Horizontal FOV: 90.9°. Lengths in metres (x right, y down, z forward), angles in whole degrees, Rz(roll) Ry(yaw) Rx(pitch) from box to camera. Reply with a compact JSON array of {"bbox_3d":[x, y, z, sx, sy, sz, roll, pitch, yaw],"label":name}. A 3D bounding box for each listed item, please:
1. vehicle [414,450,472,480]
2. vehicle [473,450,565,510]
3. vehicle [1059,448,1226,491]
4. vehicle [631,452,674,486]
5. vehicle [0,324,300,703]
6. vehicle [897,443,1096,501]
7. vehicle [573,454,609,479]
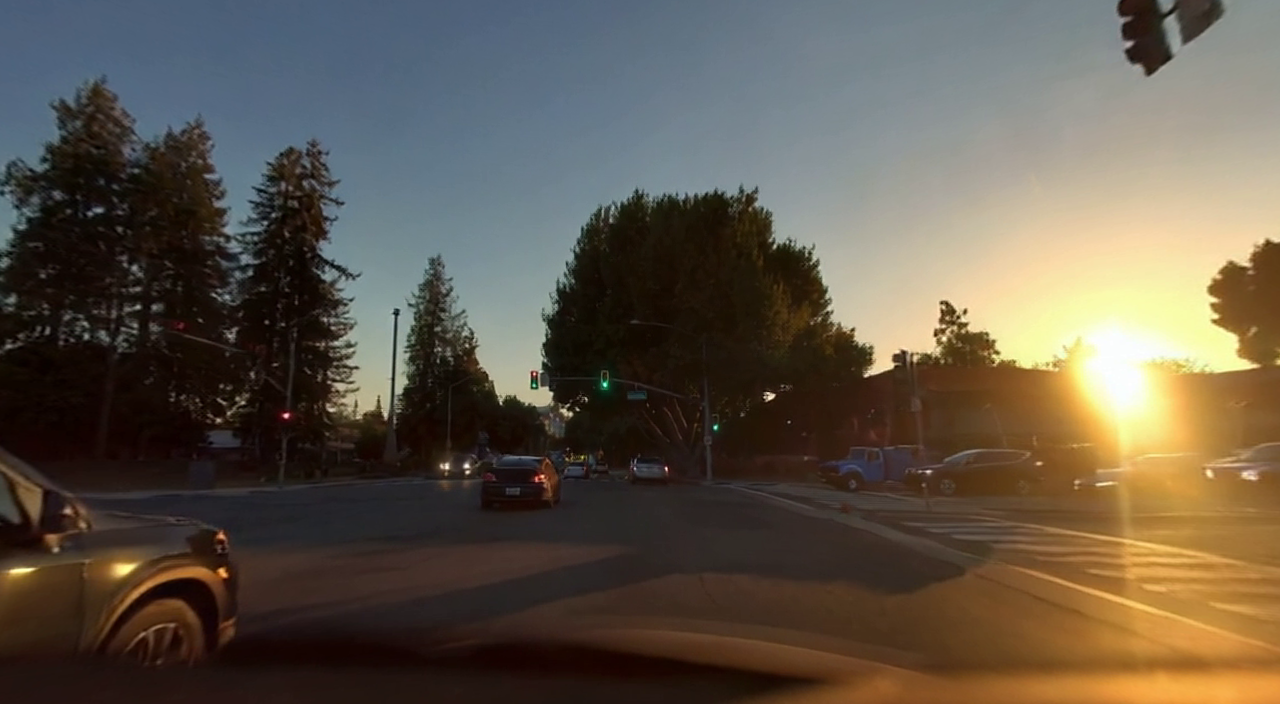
[{"bbox_3d":[-13.476,7.713,43.491,2.039,1.904,5.701,0,-9,2],"label":"vehicle"},{"bbox_3d":[-3.361,3.597,18.182,1.960,1.528,3.490,0,-9,0],"label":"vehicle"},{"bbox_3d":[18.717,4.371,23.645,4.478,1.495,2.063,0,-9,0],"label":"vehicle"},{"bbox_3d":[0.611,6.227,33.931,2.163,1.678,3.846,0,-9,0],"label":"vehicle"},{"bbox_3d":[-3.168,0.705,1.402,2.190,1.766,4.649,0,-9,0],"label":"vehicle"},{"bbox_3d":[10.958,3.765,19.697,4.875,1.473,2.077,-2,-12,-1],"label":"vehicle"},{"bbox_3d":[-3.239,7.676,42.479,2.013,1.474,4.393,0,-9,1],"label":"vehicle"}]
